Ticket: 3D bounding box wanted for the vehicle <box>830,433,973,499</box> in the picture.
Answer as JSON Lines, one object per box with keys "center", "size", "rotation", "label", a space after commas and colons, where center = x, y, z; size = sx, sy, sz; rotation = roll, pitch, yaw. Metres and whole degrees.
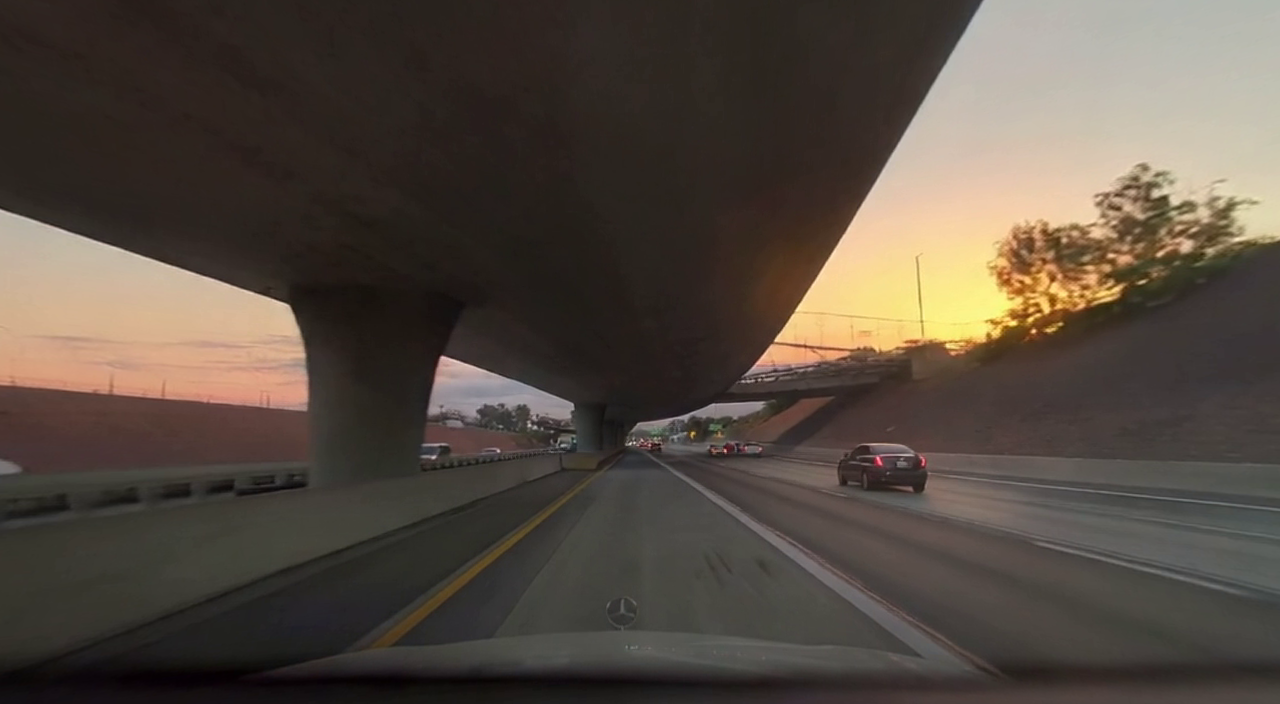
{"center": [6.985, 3.086, 17.542], "size": [1.901, 1.548, 4.684], "rotation": [0, -9, -1], "label": "vehicle"}
